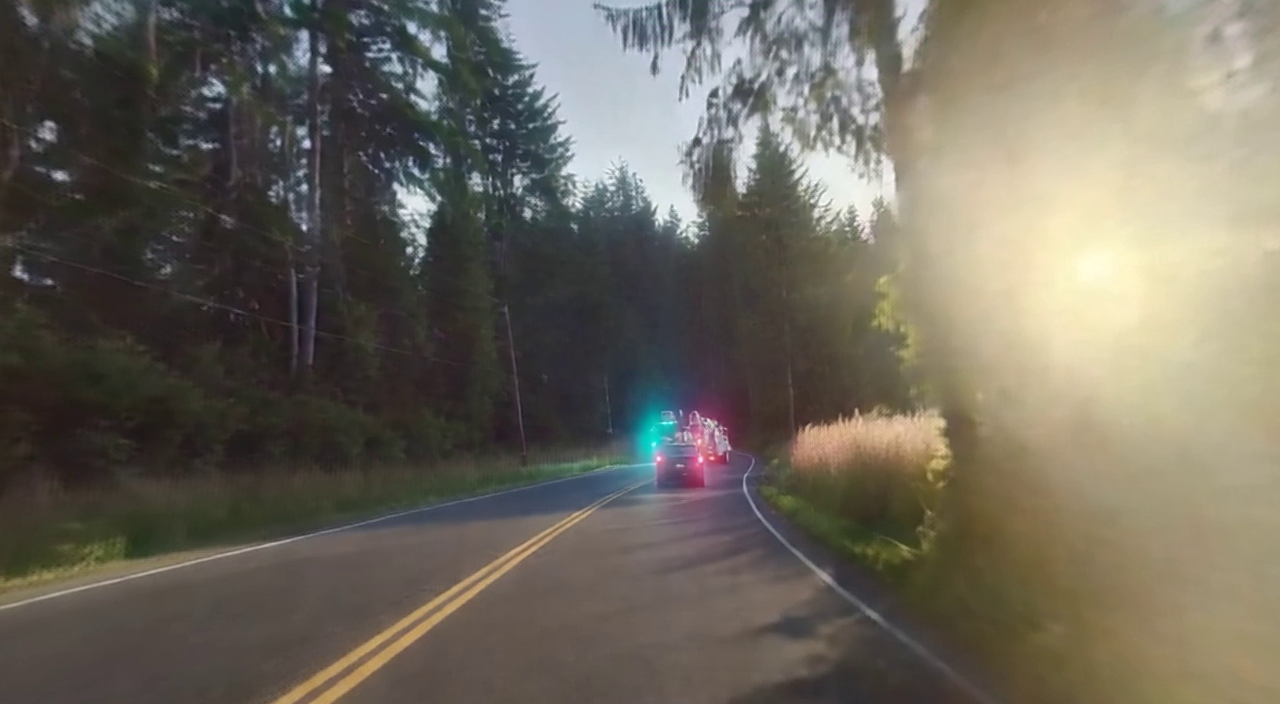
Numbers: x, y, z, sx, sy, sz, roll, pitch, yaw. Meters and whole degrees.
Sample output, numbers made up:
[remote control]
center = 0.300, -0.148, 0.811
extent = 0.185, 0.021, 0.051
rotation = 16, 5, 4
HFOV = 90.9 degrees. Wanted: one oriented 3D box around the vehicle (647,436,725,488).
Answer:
[vehicle]
center = 1.556, 3.440, 20.113
extent = 2.196, 1.465, 4.294
rotation = -1, -8, 7
